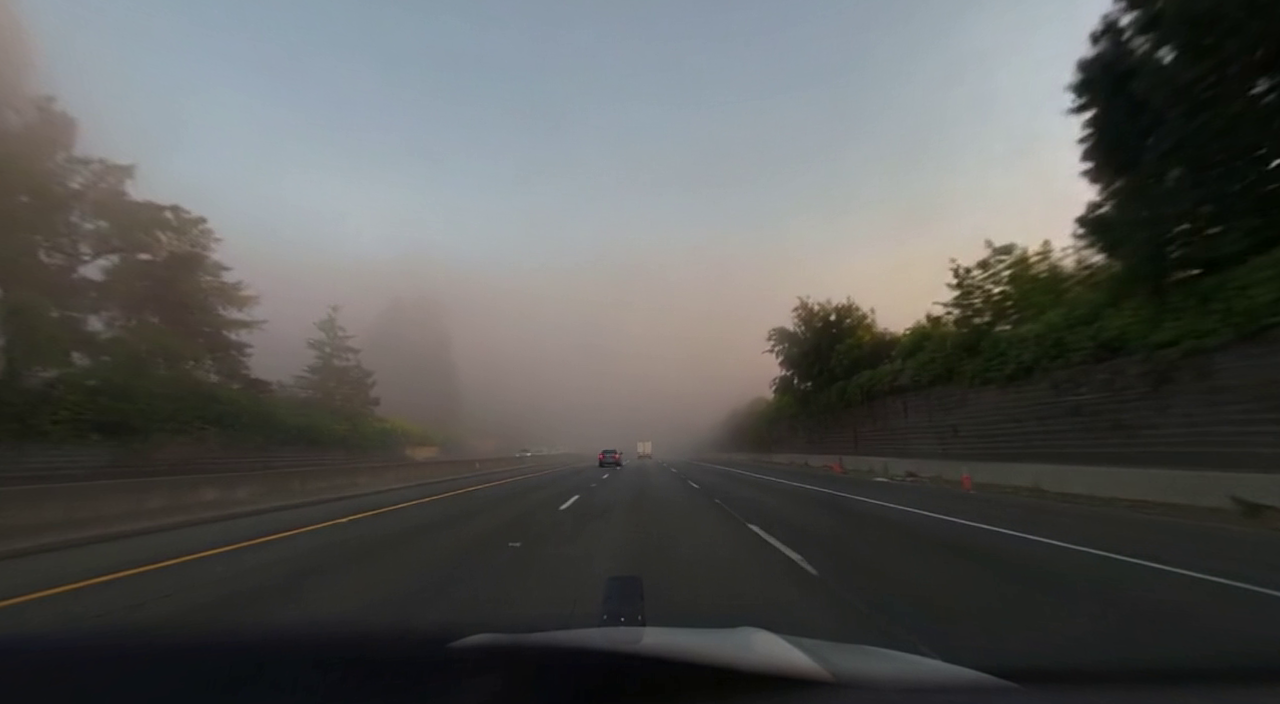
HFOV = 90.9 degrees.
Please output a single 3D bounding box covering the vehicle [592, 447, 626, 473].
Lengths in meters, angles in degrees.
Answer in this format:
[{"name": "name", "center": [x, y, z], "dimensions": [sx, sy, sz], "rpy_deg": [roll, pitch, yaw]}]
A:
[{"name": "vehicle", "center": [-1.924, 6.799, 39.864], "dimensions": [1.873, 1.529, 3.953], "rpy_deg": [0, -9, 1]}]
